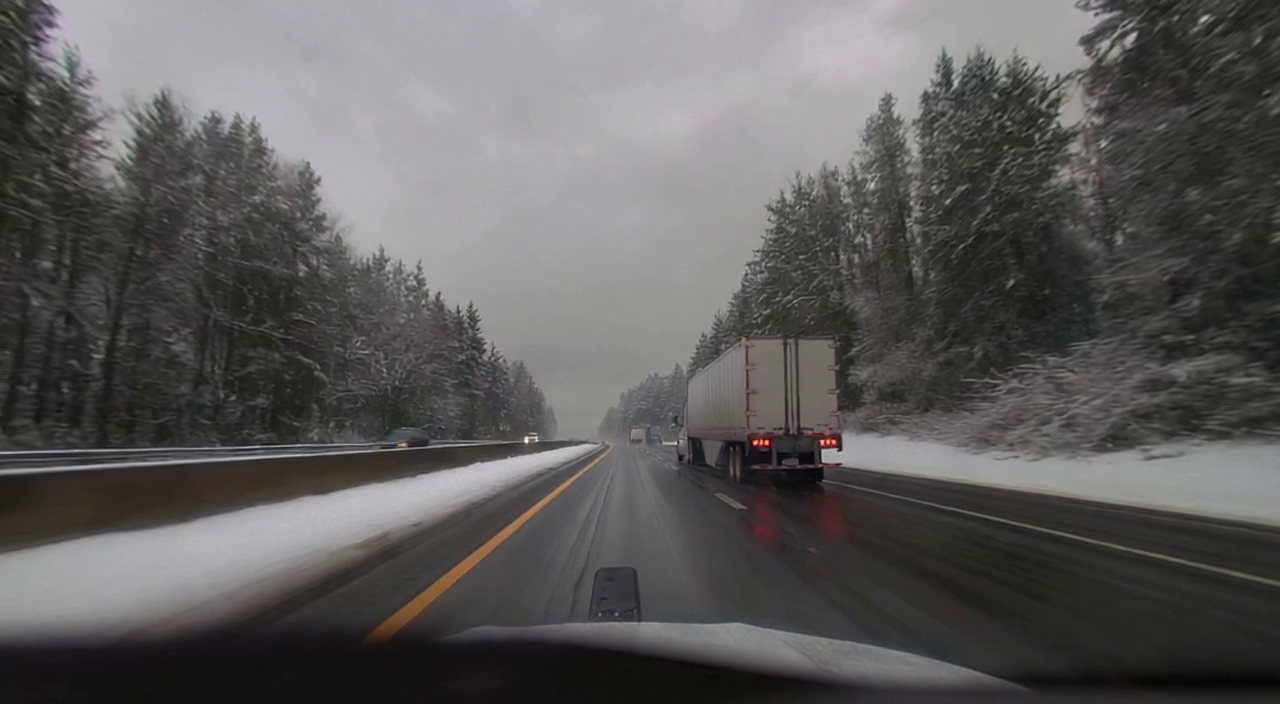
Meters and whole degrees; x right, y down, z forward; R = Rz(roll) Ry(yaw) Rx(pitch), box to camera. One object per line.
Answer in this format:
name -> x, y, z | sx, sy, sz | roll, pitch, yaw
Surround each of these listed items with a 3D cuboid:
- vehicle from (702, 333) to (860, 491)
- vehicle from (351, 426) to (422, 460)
vehicle -> 3.959, 2.058, 20.212 | 2.861, 3.991, 8.583 | 0, -8, -1
vehicle -> -12.592, 4.543, 31.591 | 1.881, 1.542, 4.065 | 0, -8, -1
